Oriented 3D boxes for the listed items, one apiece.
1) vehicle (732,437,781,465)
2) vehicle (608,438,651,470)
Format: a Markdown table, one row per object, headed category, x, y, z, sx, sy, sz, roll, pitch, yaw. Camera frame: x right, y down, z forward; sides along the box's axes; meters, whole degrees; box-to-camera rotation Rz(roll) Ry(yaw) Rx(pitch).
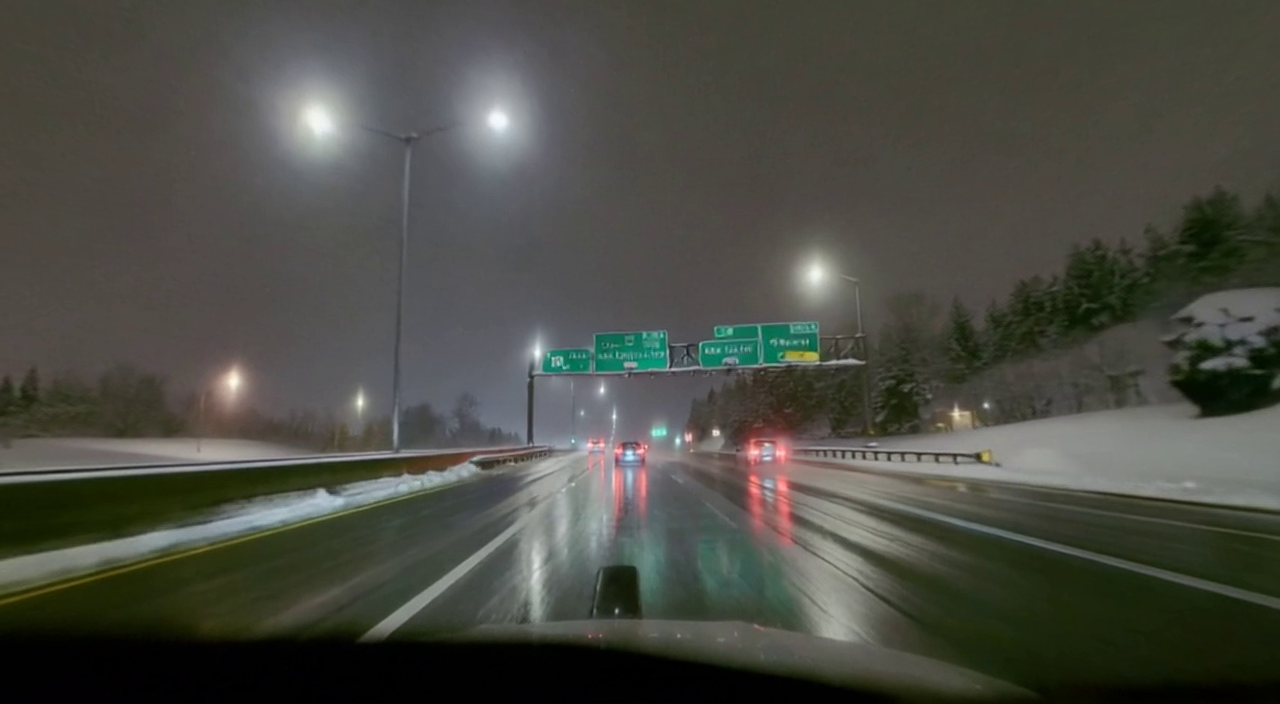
| category | x | y | z | sx | sy | sz | roll | pitch | yaw |
| --- | --- | --- | --- | --- | --- | --- | --- | --- | --- |
| vehicle | 6.687 | 5.752 | 36.774 | 1.935 | 1.478 | 4.433 | 0 | -9 | -1 |
| vehicle | -0.512 | 5.024 | 31.173 | 1.985 | 1.457 | 4.227 | 0 | -9 | -1 |
